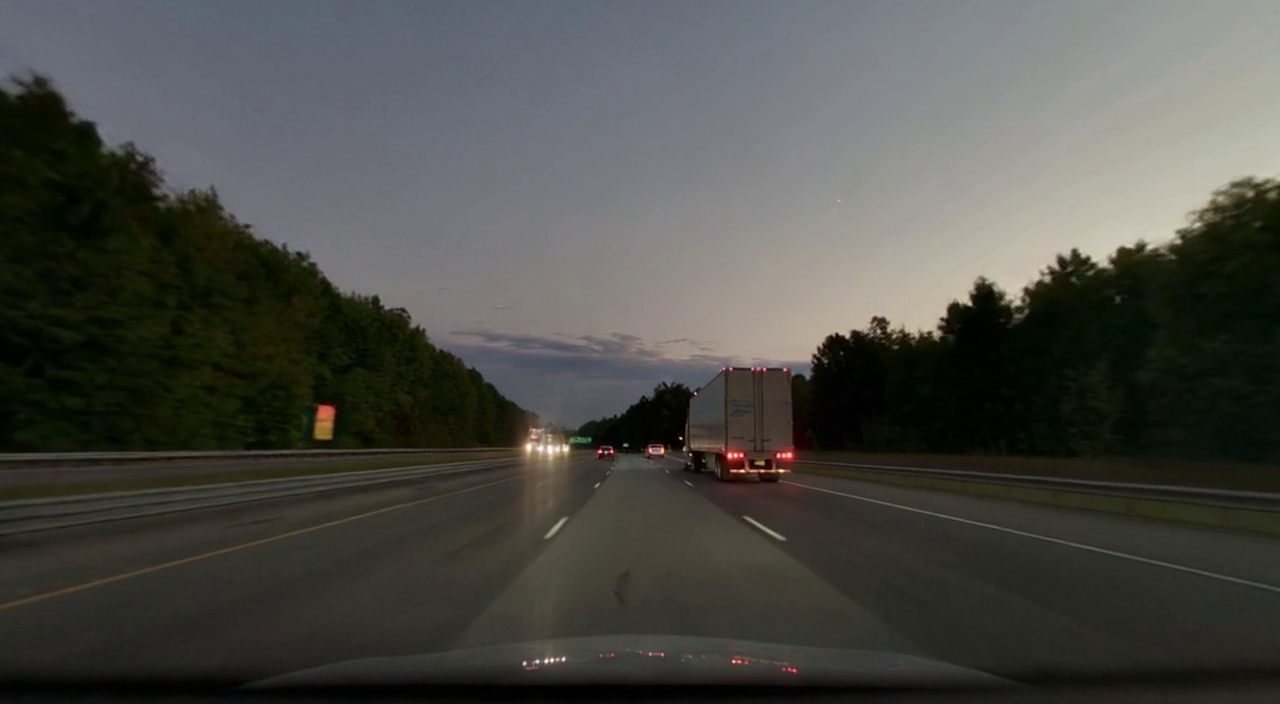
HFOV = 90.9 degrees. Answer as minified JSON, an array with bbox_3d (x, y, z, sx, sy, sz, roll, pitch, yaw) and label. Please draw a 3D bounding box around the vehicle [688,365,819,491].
[{"bbox_3d":[4.139,3.464,26.958,2.950,4.033,13.276,0,-9,-1],"label":"vehicle"}]
